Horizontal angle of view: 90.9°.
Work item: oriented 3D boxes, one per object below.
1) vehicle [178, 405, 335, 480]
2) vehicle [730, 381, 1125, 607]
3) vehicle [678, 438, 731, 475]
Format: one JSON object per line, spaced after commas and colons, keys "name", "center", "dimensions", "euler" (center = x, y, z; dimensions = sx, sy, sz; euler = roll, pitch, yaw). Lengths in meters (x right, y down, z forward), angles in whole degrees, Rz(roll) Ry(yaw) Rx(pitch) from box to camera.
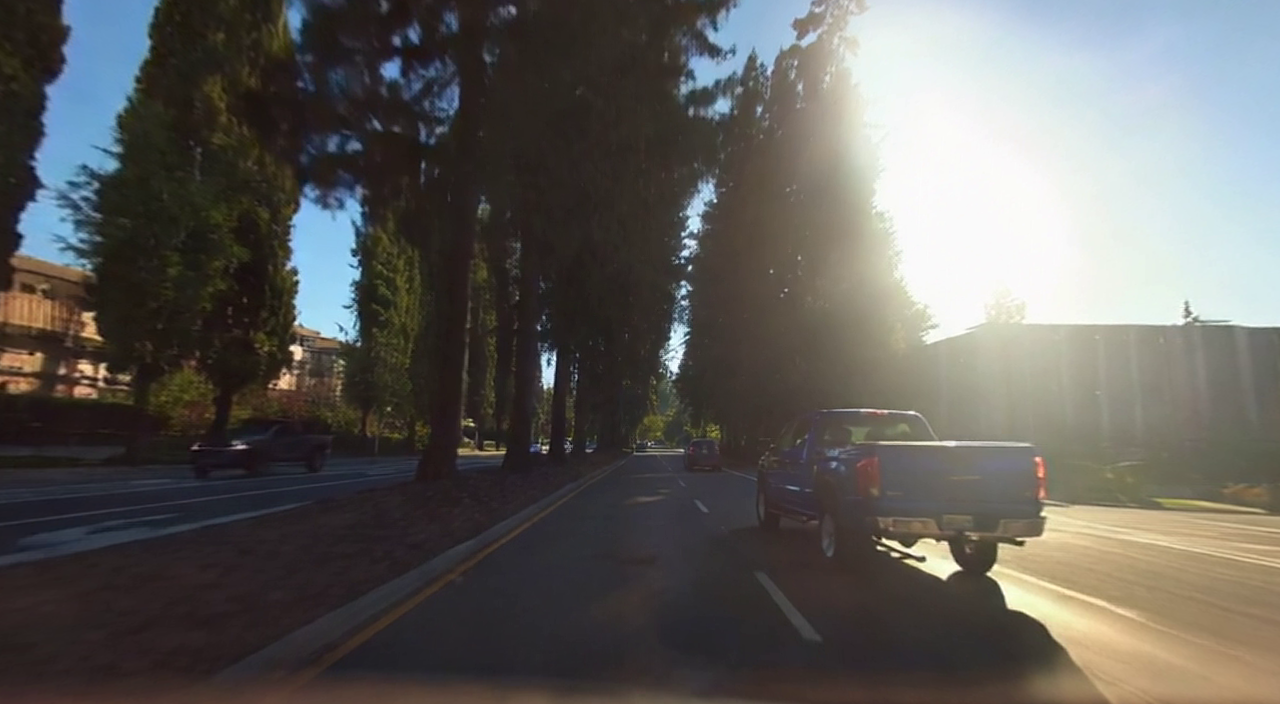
{"name": "vehicle", "center": [-14.614, 3.533, 24.619], "dimensions": [2.359, 2.543, 5.850], "euler": [0, -8, 1]}
{"name": "vehicle", "center": [2.895, 1.629, 8.366], "dimensions": [2.553, 1.942, 5.679], "euler": [0, -8, 0]}
{"name": "vehicle", "center": [3.157, 5.211, 31.761], "dimensions": [2.108, 1.712, 4.616], "euler": [0, -8, 0]}
